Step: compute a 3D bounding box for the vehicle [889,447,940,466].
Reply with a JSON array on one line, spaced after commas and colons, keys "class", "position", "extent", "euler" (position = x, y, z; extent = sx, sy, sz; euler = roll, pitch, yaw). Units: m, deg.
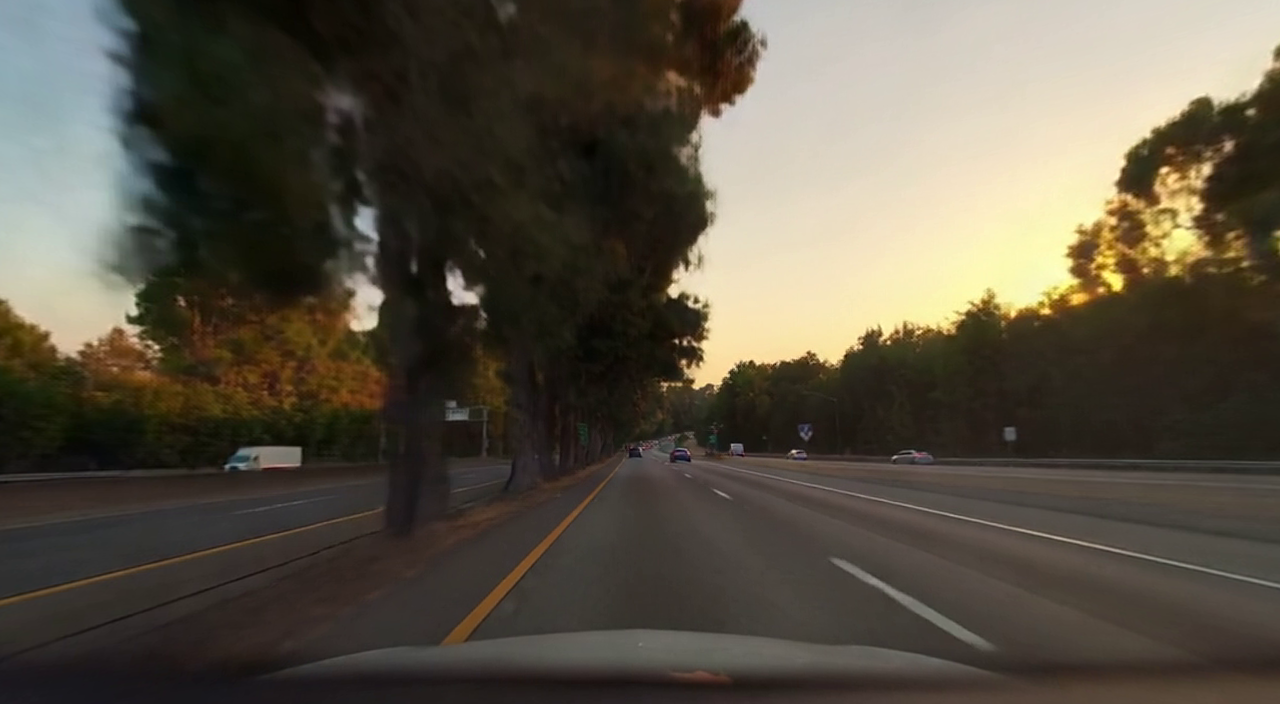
[{"class": "vehicle", "position": [21.678, 8.255, 49.911], "extent": [1.926, 1.386, 3.719], "euler": [1, -9, -9]}]

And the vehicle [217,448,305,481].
[{"class": "vehicle", "position": [-29.135, 8.637, 48.777], "extent": [2.666, 2.344, 6.287], "euler": [0, -9, 2]}]
